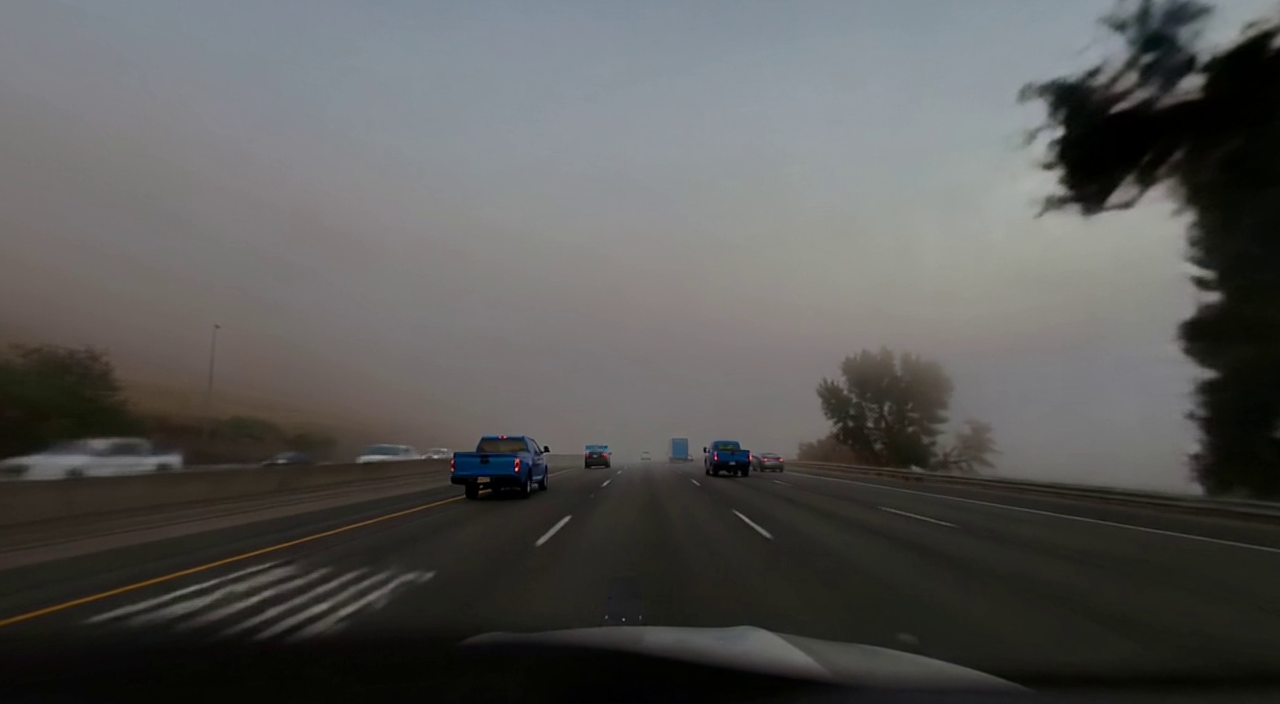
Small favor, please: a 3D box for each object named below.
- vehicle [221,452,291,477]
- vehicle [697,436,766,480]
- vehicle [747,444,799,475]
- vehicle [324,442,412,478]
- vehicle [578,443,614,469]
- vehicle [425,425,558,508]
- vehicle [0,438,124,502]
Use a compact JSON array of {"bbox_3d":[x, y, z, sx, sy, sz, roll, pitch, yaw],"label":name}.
[{"bbox_3d":[-25.155,7.353,41.542,1.769,1.450,4.479,0,-8,1],"label":"vehicle"},{"bbox_3d":[4.329,5.109,30.805,2.424,1.952,5.611,0,-8,-1],"label":"vehicle"},{"bbox_3d":[7.989,6.471,38.244,2.104,1.724,4.701,0,-8,0],"label":"vehicle"},{"bbox_3d":[-13.054,5.185,30.684,2.126,1.607,4.817,0,-8,0],"label":"vehicle"},{"bbox_3d":[-3.187,7.611,46.534,2.235,1.785,4.386,0,-8,1],"label":"vehicle"},{"bbox_3d":[-3.708,2.968,16.906,2.227,1.853,5.161,0,-8,1],"label":"vehicle"},{"bbox_3d":[-17.134,3.192,17.396,1.963,1.590,4.486,0,-8,1],"label":"vehicle"}]
